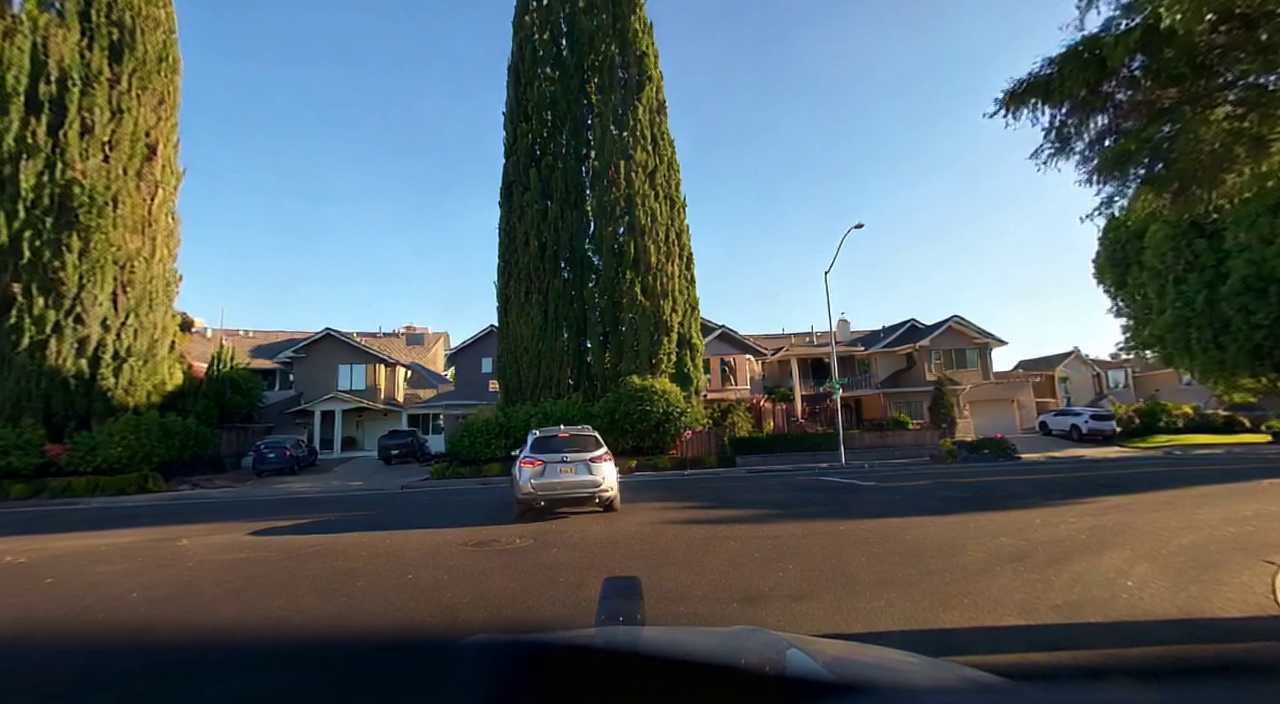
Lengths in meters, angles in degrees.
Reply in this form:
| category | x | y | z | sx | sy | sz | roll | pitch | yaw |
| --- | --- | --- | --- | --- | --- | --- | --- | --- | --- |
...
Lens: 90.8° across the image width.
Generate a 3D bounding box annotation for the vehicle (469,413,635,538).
| category | x | y | z | sx | sy | sz | roll | pitch | yaw |
| --- | --- | --- | --- | --- | --- | --- | --- | --- | --- |
| vehicle | -1.743 | 2.045 | 11.069 | 2.145 | 1.695 | 4.210 | 3 | -9 | -18 |
